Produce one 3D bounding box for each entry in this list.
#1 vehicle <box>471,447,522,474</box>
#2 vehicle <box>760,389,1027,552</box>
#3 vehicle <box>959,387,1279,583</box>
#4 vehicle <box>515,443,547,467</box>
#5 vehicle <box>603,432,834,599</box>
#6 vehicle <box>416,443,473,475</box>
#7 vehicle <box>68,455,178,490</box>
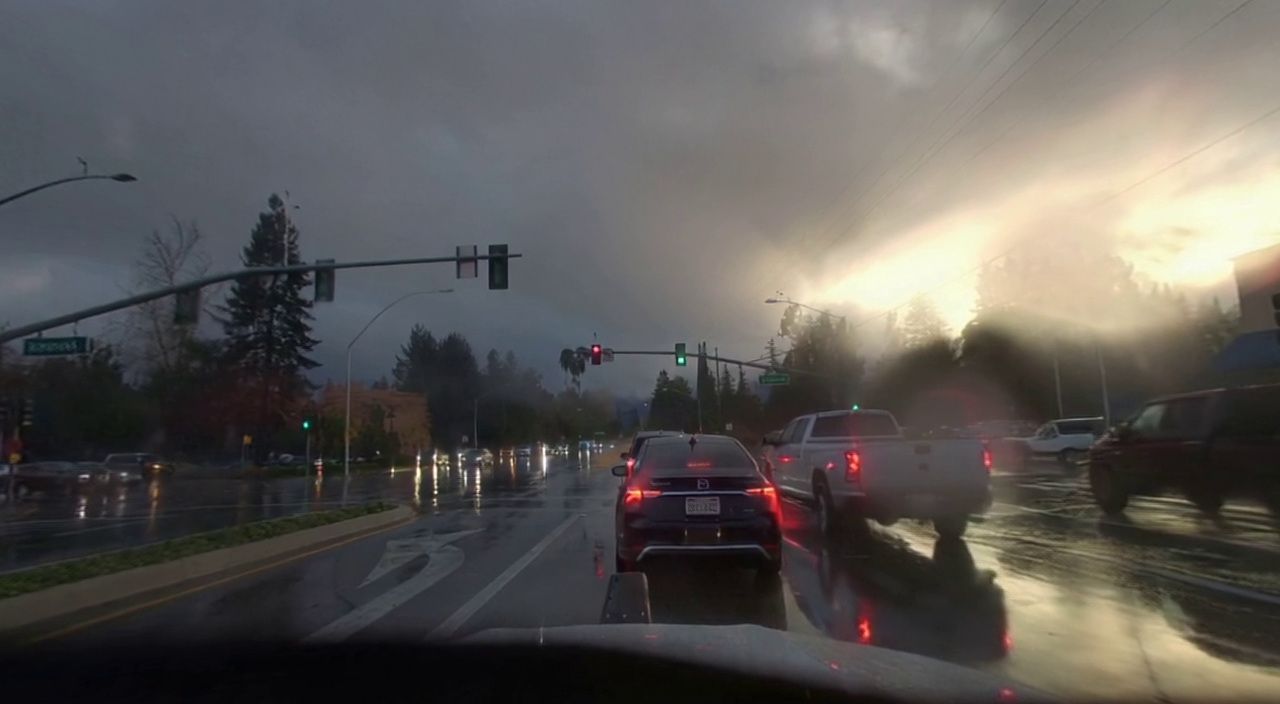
[{"bbox_3d":[-8.304,6.319,36.899,2.002,1.469,4.301,0,-8,-1],"label":"vehicle"},{"bbox_3d":[3.834,1.941,10.992,2.358,2.116,5.328,0,-8,-1],"label":"vehicle"},{"bbox_3d":[7.270,1.756,9.234,2.323,2.009,5.266,0,-8,-1],"label":"vehicle"},{"bbox_3d":[-8.553,8.087,49.740,1.904,1.789,4.021,0,-8,-1],"label":"vehicle"},{"bbox_3d":[0.610,1.716,7.494,2.038,1.447,3.756,0,-8,-3],"label":"vehicle"},{"bbox_3d":[-11.940,6.531,38.842,1.991,1.844,4.393,0,-8,1],"label":"vehicle"},{"bbox_3d":[-29.085,6.739,35.562,4.789,1.828,2.025,-2,-9,10],"label":"vehicle"}]
